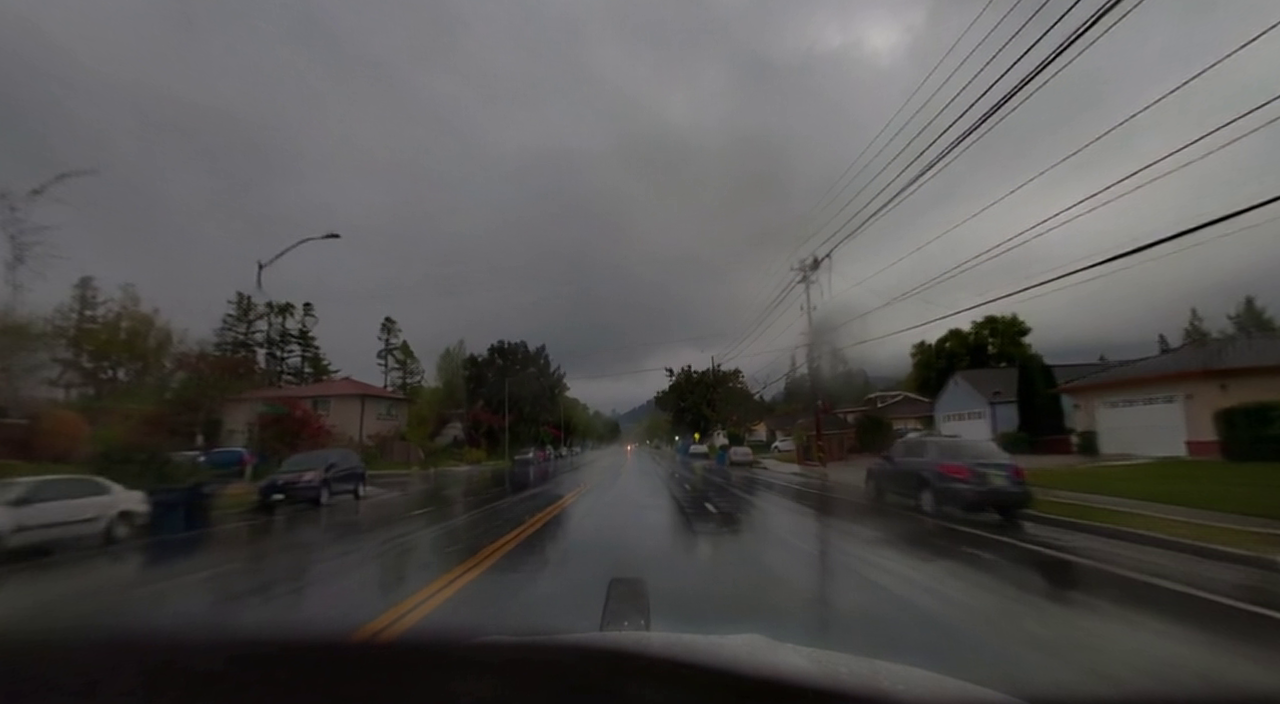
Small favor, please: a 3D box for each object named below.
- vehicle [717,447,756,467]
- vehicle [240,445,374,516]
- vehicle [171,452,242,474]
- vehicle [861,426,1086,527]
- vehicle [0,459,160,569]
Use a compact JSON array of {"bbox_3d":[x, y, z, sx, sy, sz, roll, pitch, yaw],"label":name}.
[{"bbox_3d":[7.114,7.794,47.000,2.070,1.428,4.636,0,-9,-1],"label":"vehicle"},{"bbox_3d":[-10.439,3.982,20.165,1.984,1.762,4.266,-4,-7,0],"label":"vehicle"},{"bbox_3d":[-31.695,8.094,46.281,1.786,1.448,4.702,-1,-8,2],"label":"vehicle"},{"bbox_3d":[6.689,2.542,13.496,2.194,1.741,4.800,-1,-9,0],"label":"vehicle"},{"bbox_3d":[-10.672,2.713,10.528,1.932,1.472,4.516,-3,-7,-2],"label":"vehicle"}]
